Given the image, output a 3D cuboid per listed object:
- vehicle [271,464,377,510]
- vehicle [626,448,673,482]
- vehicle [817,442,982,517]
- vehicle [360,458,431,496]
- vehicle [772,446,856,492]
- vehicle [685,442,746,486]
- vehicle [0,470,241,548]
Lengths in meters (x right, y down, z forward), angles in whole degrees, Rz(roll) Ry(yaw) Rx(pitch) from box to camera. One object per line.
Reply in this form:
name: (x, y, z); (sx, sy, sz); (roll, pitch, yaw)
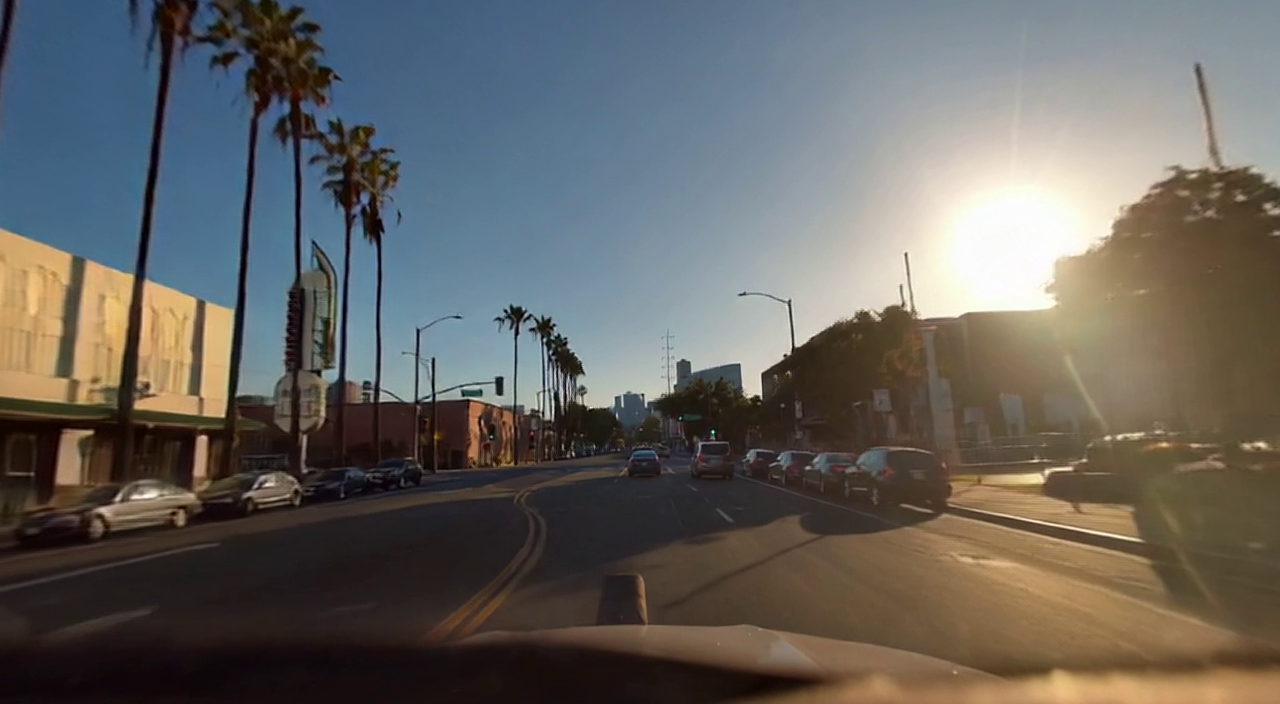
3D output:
vehicle: (-12.162, 5.225, 24.698); (1.978, 1.501, 4.355); (-3, -11, -1)
vehicle: (0.424, 5.372, 30.303); (2.088, 1.452, 3.993); (0, -8, 0)
vehicle: (6.478, 3.213, 16.562); (2.174, 1.643, 4.860); (0, -8, -1)
vehicle: (-12.299, 6.372, 32.124); (1.949, 1.682, 4.094); (-3, -11, 0)
vehicle: (6.680, 4.519, 24.800); (2.157, 1.640, 4.228); (0, -8, 1)
vehicle: (3.122, 4.747, 27.122); (2.003, 1.702, 4.288); (0, -8, -1)
vehicle: (-12.295, 3.734, 15.418); (2.188, 1.490, 4.511); (-3, -12, 0)
